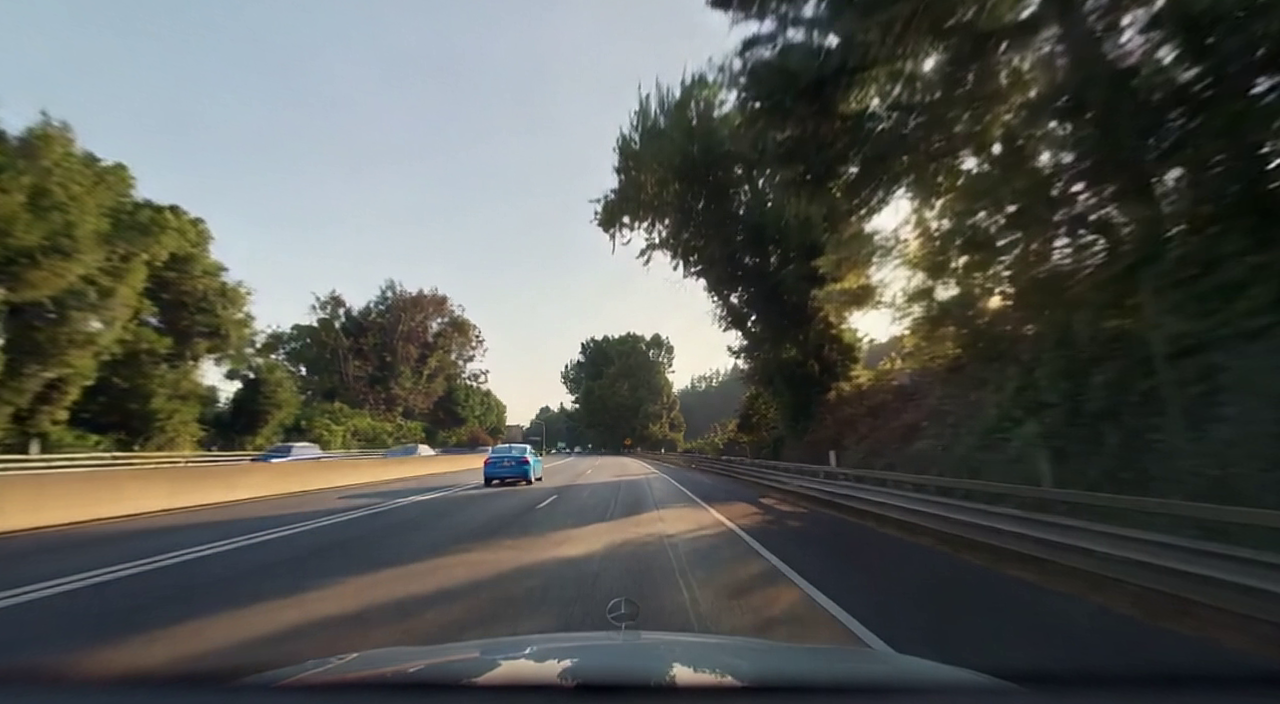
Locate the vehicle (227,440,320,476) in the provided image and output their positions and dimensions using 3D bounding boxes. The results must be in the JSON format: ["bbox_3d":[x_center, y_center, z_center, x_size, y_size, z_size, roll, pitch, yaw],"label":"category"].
[{"bbox_3d":[-16.024,4.663,27.791,1.821,1.460,3.851,0,-9,-1],"label":"vehicle"}]

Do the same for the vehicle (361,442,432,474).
[{"bbox_3d":[-11.747,5.155,30.740,1.767,1.417,4.231,0,-9,0],"label":"vehicle"}]

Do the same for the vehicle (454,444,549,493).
[{"bbox_3d":[-4.426,3.808,20.934,2.126,1.411,4.433,0,-9,1],"label":"vehicle"}]
